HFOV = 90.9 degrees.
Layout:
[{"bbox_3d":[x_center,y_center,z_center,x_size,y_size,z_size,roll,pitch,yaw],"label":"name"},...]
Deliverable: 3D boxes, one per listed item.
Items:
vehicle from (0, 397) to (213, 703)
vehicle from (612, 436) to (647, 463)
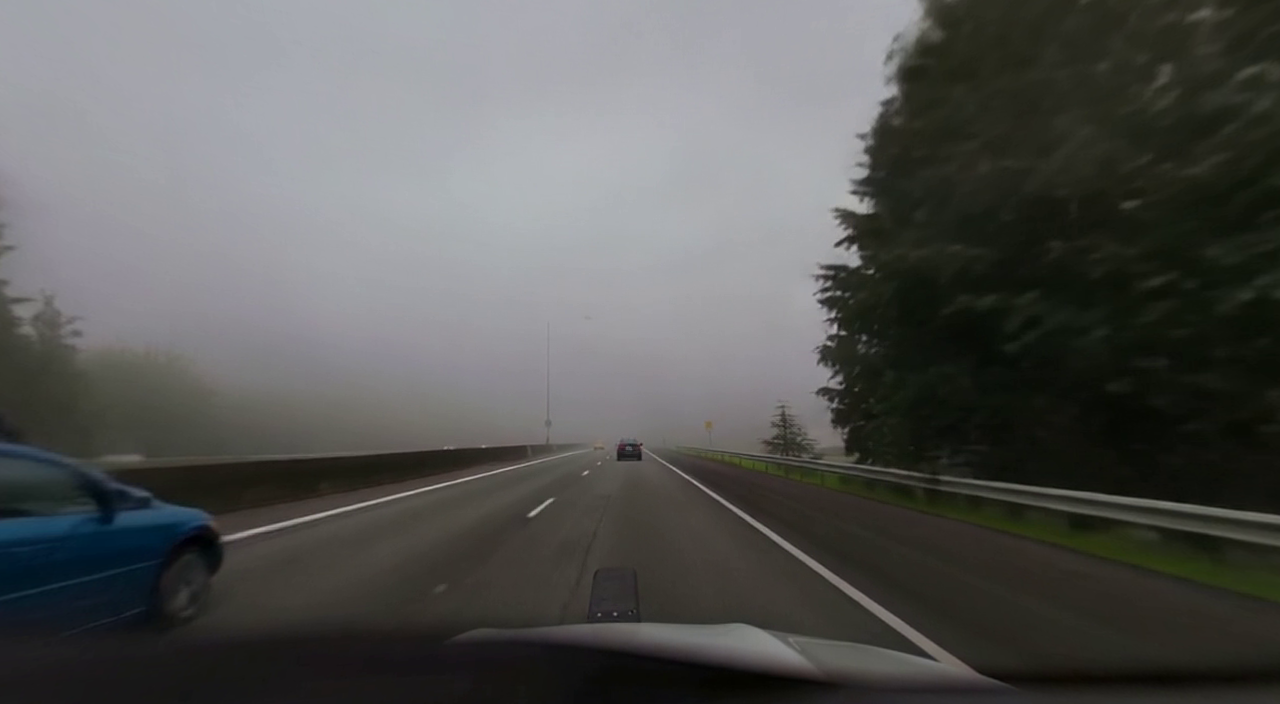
[{"bbox_3d":[-4.359,0.921,2.442,2.189,1.580,4.607,0,-8,0],"label":"vehicle"},{"bbox_3d":[-0.691,6.177,40.088,2.151,1.618,3.898,0,-8,-2],"label":"vehicle"}]
